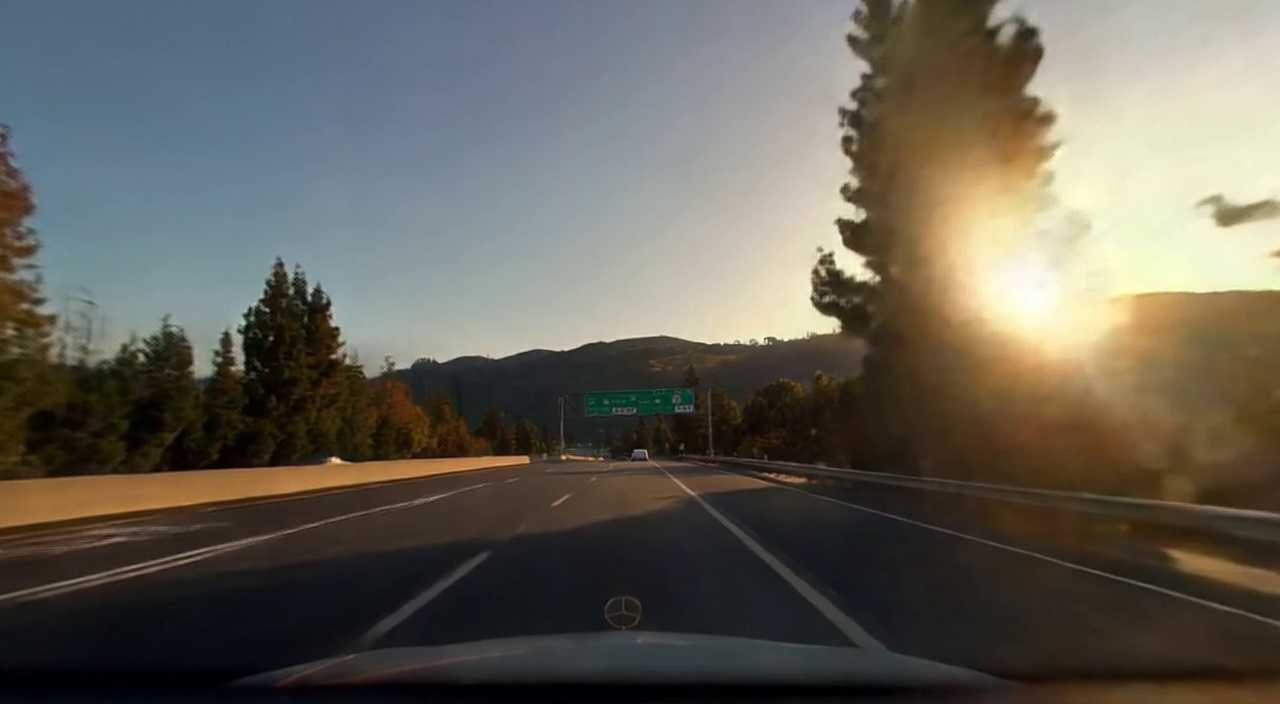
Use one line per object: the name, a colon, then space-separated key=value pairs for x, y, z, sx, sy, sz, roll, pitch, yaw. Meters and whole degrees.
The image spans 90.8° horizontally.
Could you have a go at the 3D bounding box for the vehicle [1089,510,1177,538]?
vehicle: x=36.472 y=12.733 z=46.800 sx=4.860 sy=1.747 sz=2.125 roll=1 pitch=-8 yaw=-5

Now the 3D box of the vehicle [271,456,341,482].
vehicle: x=-21.224 y=7.406 z=40.354 sx=1.917 sy=1.480 sz=4.664 roll=0 pitch=-9 yaw=1
